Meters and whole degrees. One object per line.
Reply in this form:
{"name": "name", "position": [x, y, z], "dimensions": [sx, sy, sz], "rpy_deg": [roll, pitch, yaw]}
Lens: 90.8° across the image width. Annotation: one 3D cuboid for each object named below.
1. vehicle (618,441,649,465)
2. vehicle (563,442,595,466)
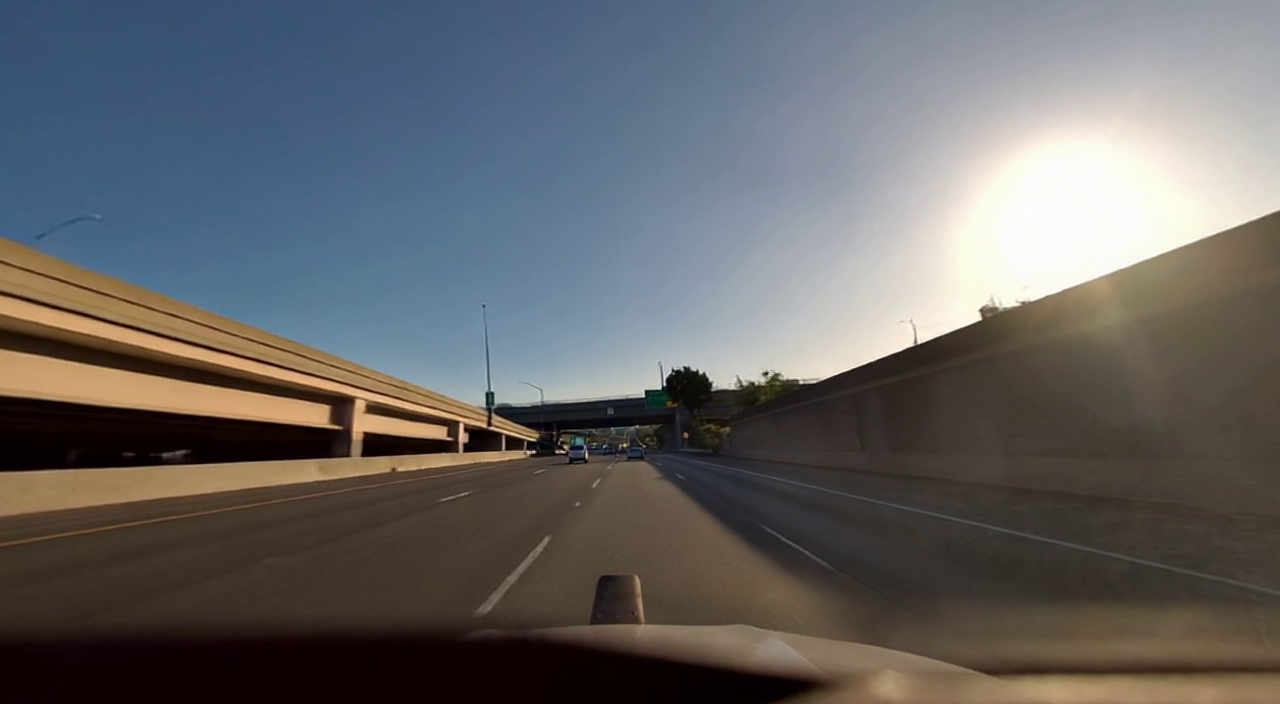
{"name": "vehicle", "position": [-0.483, 7.327, 45.924], "dimensions": [2.132, 1.657, 3.967], "rpy_deg": [0, -8, -1]}
{"name": "vehicle", "position": [-4.385, 7.403, 46.139], "dimensions": [2.000, 1.646, 4.201], "rpy_deg": [0, -8, -1]}
